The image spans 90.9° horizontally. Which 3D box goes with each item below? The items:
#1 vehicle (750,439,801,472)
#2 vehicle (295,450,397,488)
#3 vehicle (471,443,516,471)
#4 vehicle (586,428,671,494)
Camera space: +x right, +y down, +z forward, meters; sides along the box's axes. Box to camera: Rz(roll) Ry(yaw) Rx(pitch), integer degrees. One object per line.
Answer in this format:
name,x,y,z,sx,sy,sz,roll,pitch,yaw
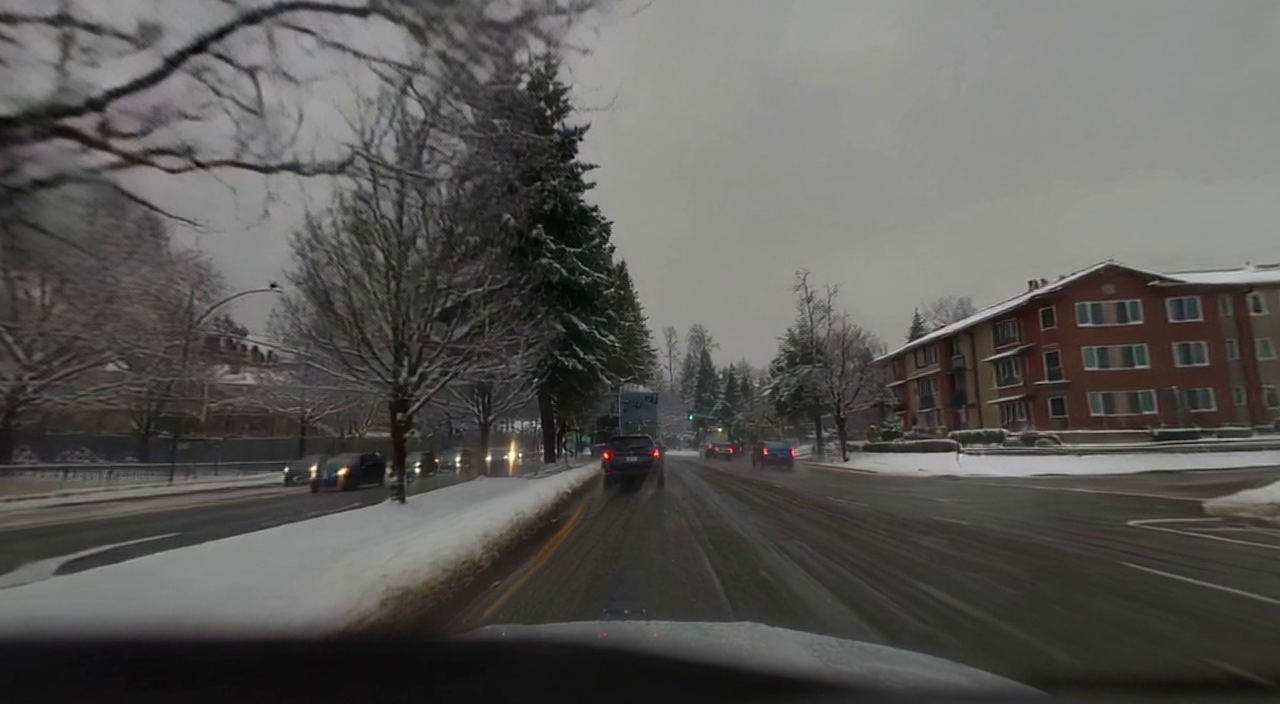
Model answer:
vehicle,7.597,5.825,35.781,1.971,1.722,4.341,0,-8,1
vehicle,-13.343,5.298,28.970,2.198,1.550,4.824,0,-8,2
vehicle,-9.926,7.136,43.080,2.010,1.760,4.406,0,-8,1
vehicle,-0.300,3.349,19.659,2.332,1.798,4.546,0,-8,0
